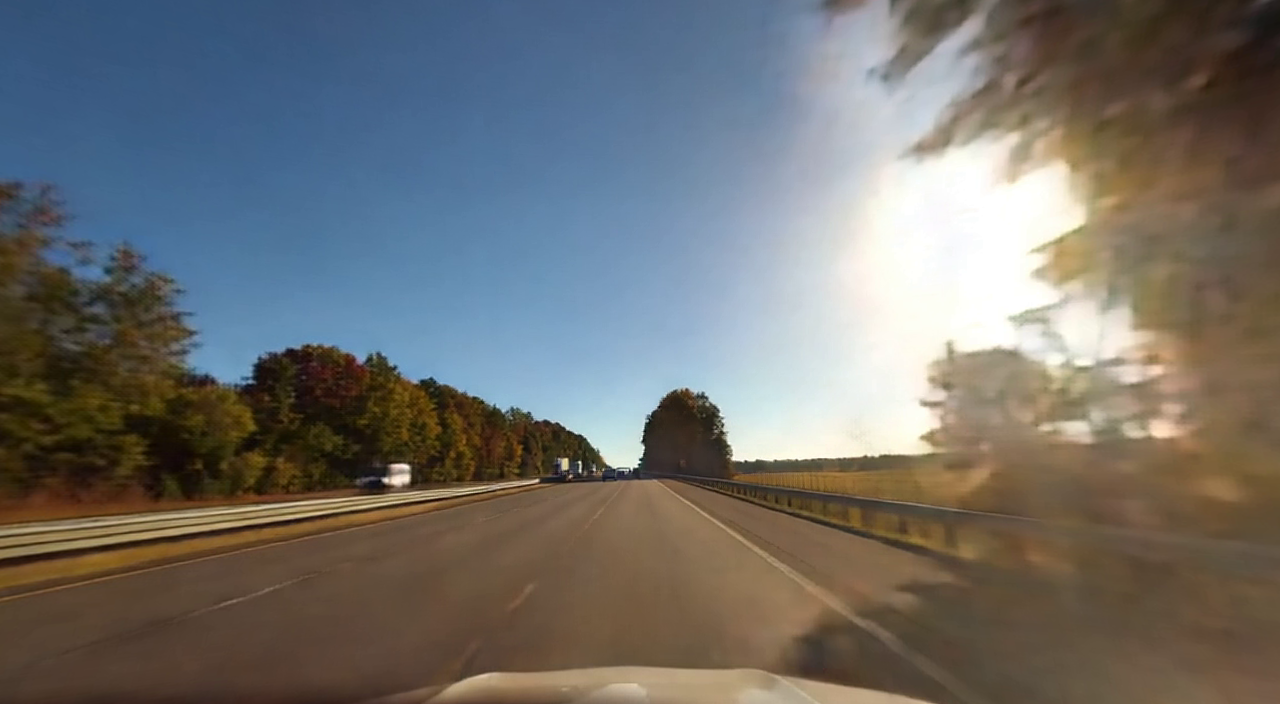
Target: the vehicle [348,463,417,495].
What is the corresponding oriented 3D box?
[{"bbox_3d":[-15.687,7.737,38.687,1.990,1.777,5.101,0,-10,1],"label":"vehicle"}]
